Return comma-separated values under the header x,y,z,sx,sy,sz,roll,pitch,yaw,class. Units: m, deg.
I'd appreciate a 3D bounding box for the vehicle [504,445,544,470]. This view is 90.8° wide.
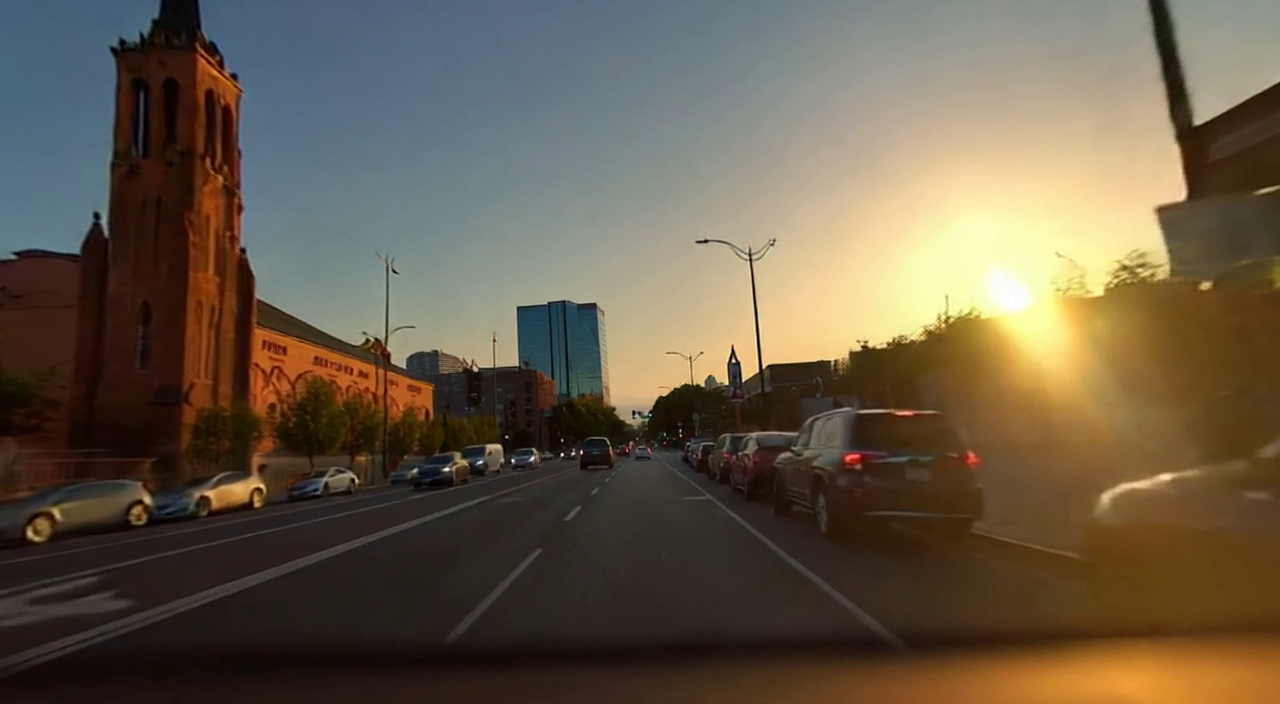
x,y,z,sx,sy,sz,roll,pitch,yaw,class
-8.788,8.002,48.184,2.078,1.810,4.568,0,-9,1,vehicle

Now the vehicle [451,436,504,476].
x,y,z,sx,sy,sz,roll,pitch,yaw,class
-12.063,7.755,47.360,2.410,2.733,5.630,0,-9,0,vehicle

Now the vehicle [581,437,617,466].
x,y,z,sx,sy,sz,roll,pitch,yaw,class
-2.952,7.284,46.339,2.293,1.936,4.737,0,-9,1,vehicle

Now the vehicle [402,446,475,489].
x,y,z,sx,sy,sz,roll,pitch,yaw,class
-8.875,5.084,28.183,1.842,1.735,4.066,0,-9,1,vehicle

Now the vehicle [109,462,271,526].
x,y,z,sx,sy,sz,roll,pitch,yaw,class
-15.403,4.837,22.069,2.014,1.846,4.920,1,-9,-1,vehicle

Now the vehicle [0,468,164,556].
x,y,z,sx,sy,sz,roll,pitch,yaw,class
-15.074,3.991,16.404,1.978,1.819,4.477,1,-9,-2,vehicle

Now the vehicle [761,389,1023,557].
x,y,z,sx,sy,sz,roll,pitch,yaw,class
3.479,1.798,10.133,2.124,1.975,5.131,0,-8,1,vehicle

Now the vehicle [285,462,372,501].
x,y,z,sx,sy,sz,roll,pitch,yaw,class
-15.408,6.401,31.564,2.076,1.672,4.499,1,-9,0,vehicle

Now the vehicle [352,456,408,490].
x,y,z,sx,sy,sz,roll,pitch,yaw,class
-15.449,7.187,37.731,1.751,1.865,3.735,1,-9,-1,vehicle

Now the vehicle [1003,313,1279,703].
x,y,z,sx,sy,sz,roll,pitch,yaw,class
3.611,0.588,1.233,2.055,1.857,6.596,0,-8,2,vehicle
